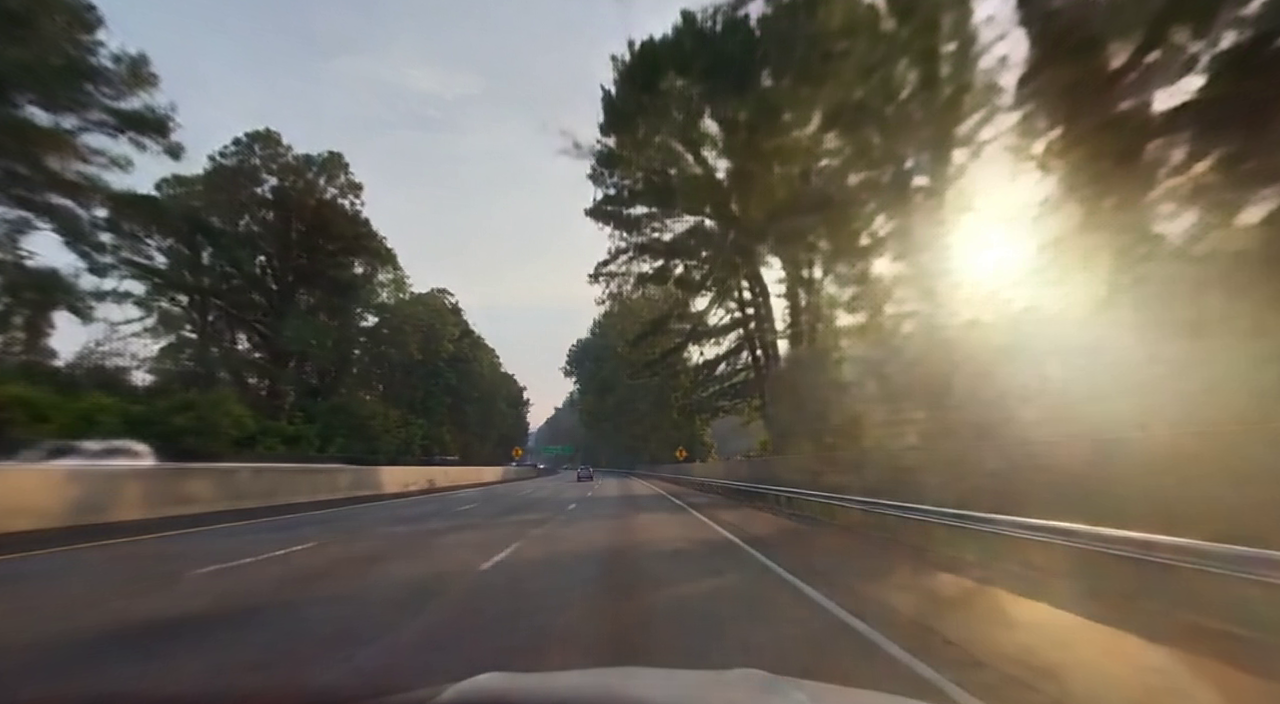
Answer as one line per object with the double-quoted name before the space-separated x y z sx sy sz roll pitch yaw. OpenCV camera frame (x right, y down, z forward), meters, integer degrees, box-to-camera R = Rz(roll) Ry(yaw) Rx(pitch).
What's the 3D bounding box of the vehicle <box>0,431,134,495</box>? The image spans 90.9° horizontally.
"vehicle" -19.721 3.634 20.584 2.120 1.817 5.104 1 -11 -1
